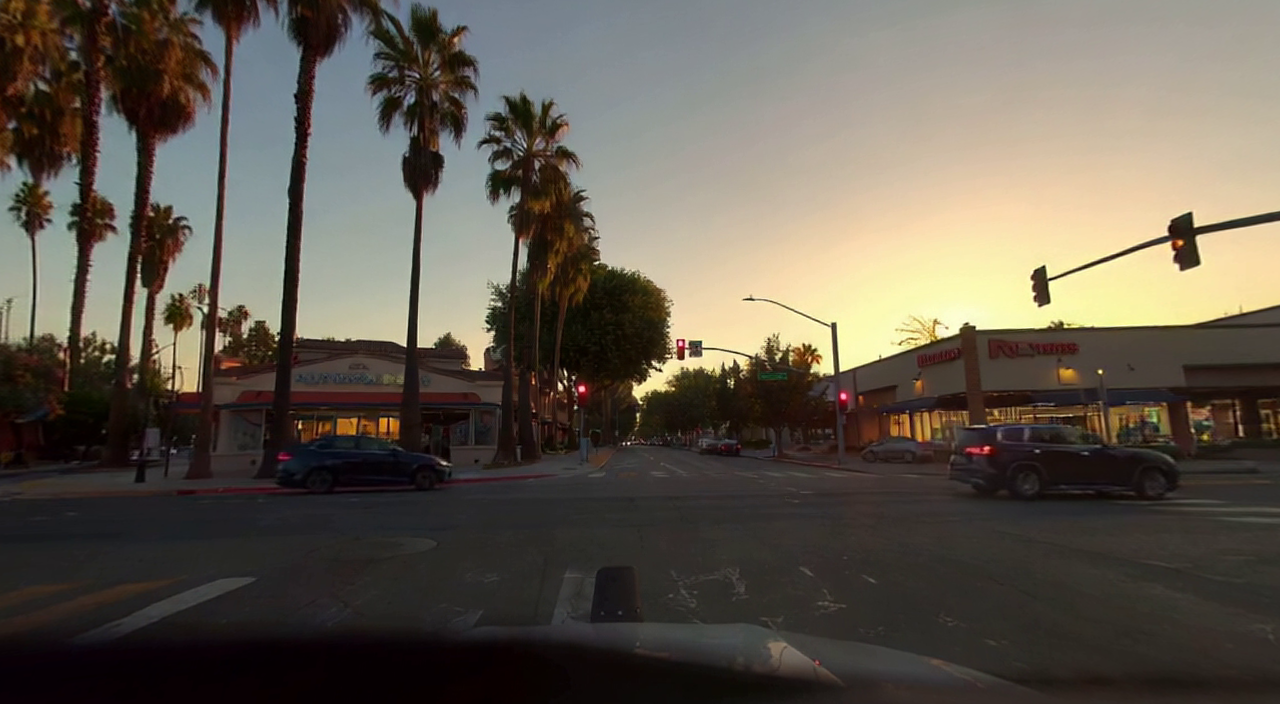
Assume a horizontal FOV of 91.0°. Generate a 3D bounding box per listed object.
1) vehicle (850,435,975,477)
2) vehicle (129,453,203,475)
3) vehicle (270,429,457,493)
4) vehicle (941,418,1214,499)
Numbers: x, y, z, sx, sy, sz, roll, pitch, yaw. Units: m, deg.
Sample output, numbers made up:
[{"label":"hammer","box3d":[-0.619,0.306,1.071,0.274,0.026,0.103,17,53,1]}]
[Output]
[{"label":"vehicle","box3d":[12.059,4.577,27.928,4.722,1.717,2.000,-5,-10,33]},{"label":"vehicle","box3d":[-37.286,8.820,49.701,2.160,1.565,4.868,0,-9,-1]},{"label":"vehicle","box3d":[-8.392,3.282,19.307,4.854,1.699,2.152,6,-10,-35]},{"label":"vehicle","box3d":[11.389,2.805,16.720,5.619,1.951,2.321,1,-8,-5]}]
